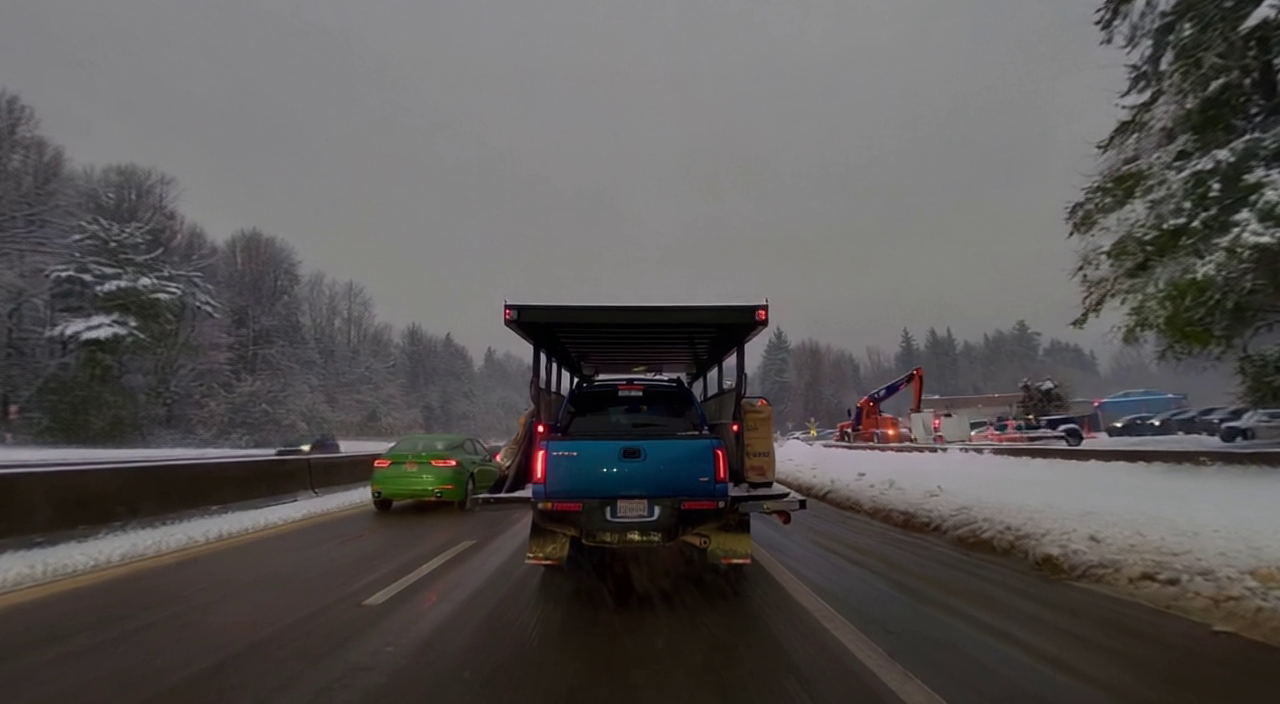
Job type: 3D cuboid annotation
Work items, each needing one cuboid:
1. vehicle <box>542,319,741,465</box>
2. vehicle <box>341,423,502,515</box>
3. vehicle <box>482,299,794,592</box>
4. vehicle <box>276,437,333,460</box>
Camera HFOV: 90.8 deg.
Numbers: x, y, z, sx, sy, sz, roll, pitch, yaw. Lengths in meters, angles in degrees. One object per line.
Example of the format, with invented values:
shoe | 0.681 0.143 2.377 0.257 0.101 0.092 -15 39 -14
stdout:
vehicle | -0.077 0.781 9.261 2.156 1.604 4.680 0 -9 -2
vehicle | -4.511 2.487 13.919 2.057 1.665 4.572 0 -9 -2
vehicle | -0.203 1.584 10.867 2.735 2.597 10.435 0 -9 -2
vehicle | -23.380 6.771 44.220 1.826 1.485 4.128 0 -9 -3
